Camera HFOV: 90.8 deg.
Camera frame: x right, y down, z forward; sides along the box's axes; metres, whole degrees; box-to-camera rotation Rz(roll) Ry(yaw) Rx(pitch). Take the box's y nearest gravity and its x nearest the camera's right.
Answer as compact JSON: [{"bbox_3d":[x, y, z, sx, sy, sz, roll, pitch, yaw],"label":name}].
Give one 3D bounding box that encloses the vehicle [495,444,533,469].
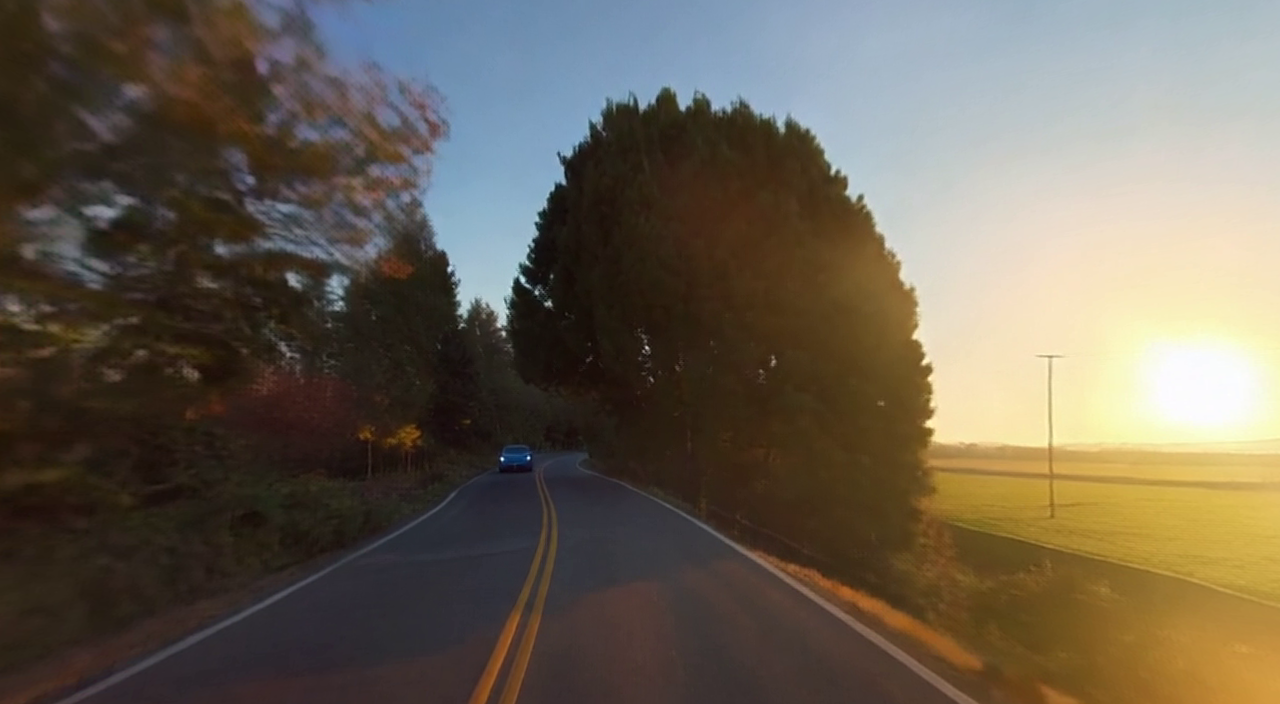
[{"bbox_3d":[-8.137,6.776,41.153,1.987,1.521,3.649,0,-9,-5],"label":"vehicle"}]
